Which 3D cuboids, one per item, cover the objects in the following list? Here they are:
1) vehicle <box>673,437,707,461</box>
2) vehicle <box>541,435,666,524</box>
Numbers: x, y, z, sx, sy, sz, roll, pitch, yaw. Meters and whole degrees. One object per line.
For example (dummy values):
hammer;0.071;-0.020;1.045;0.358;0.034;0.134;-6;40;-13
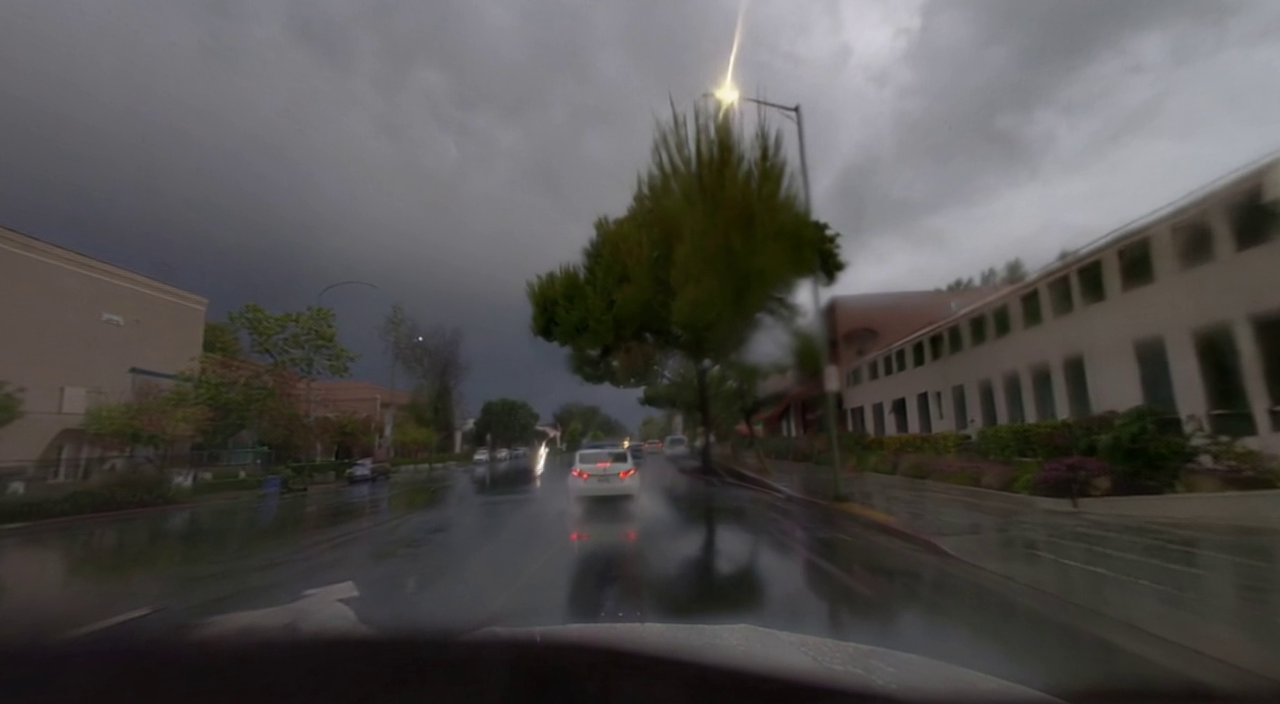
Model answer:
vehicle;3.258;6.446;41.908;1.972;1.484;3.974;0;-8;1
vehicle;-0.733;2.498;12.984;2.116;1.479;4.358;0;-9;-3
